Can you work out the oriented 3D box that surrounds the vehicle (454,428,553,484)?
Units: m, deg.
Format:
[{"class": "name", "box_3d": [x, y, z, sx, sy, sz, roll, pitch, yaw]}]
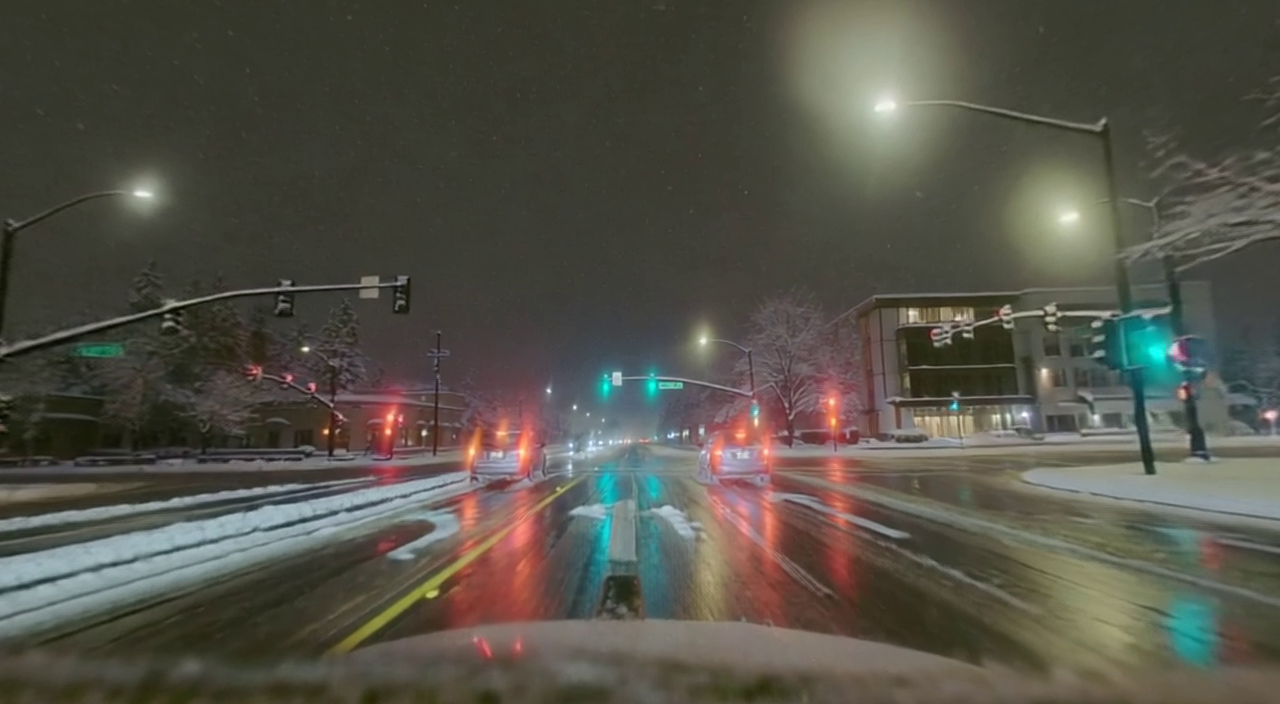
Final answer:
[{"class": "vehicle", "box_3d": [-4.026, 3.160, 19.457, 1.973, 1.526, 4.533, 0, -8, 1]}]

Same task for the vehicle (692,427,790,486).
[{"class": "vehicle", "box_3d": [2.865, 3.105, 19.058, 2.130, 1.524, 4.722, 0, -8, -1]}]
